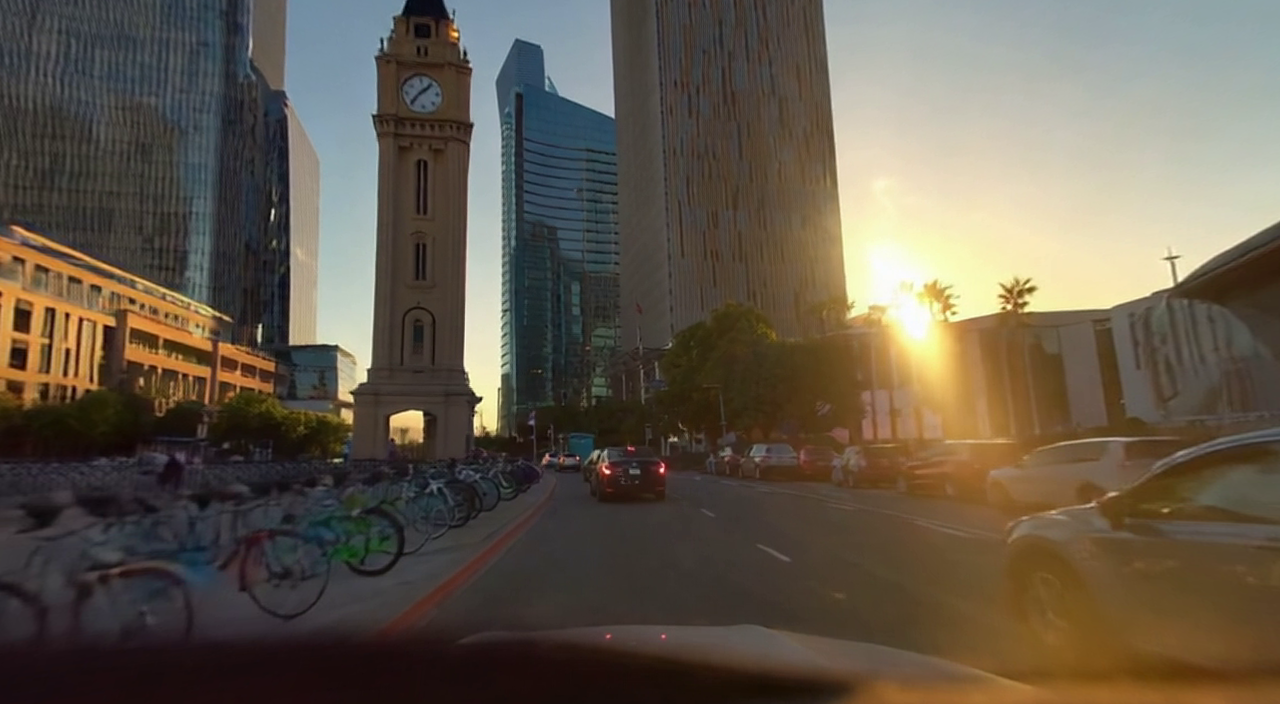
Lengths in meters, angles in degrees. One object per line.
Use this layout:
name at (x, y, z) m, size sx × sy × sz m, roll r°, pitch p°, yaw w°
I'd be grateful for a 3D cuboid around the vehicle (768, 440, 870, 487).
vehicle at (6.917, 4.367, 25.066) m, size 1.945 × 1.623 × 5.013 m, roll 1°, pitch -9°, yaw -8°

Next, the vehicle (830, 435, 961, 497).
vehicle at (7.640, 3.449, 19.425) m, size 1.860 × 1.684 × 4.211 m, roll 1°, pitch -9°, yaw -6°

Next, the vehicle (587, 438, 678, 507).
vehicle at (-0.334, 3.167, 17.017) m, size 2.111 × 1.605 × 3.832 m, roll 1°, pitch -9°, yaw -6°

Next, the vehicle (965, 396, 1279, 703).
vehicle at (3.568, 0.899, 2.299) m, size 2.116 × 1.500 × 4.702 m, roll 0°, pitch -9°, yaw -2°

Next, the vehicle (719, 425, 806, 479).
vehicle at (5.954, 5.020, 31.656) m, size 2.377 × 2.429 × 5.532 m, roll 1°, pitch -9°, yaw -10°

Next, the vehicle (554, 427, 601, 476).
vehicle at (-4.135, 6.409, 40.868) m, size 2.400 × 2.872 × 6.053 m, roll 2°, pitch -9°, yaw -12°
